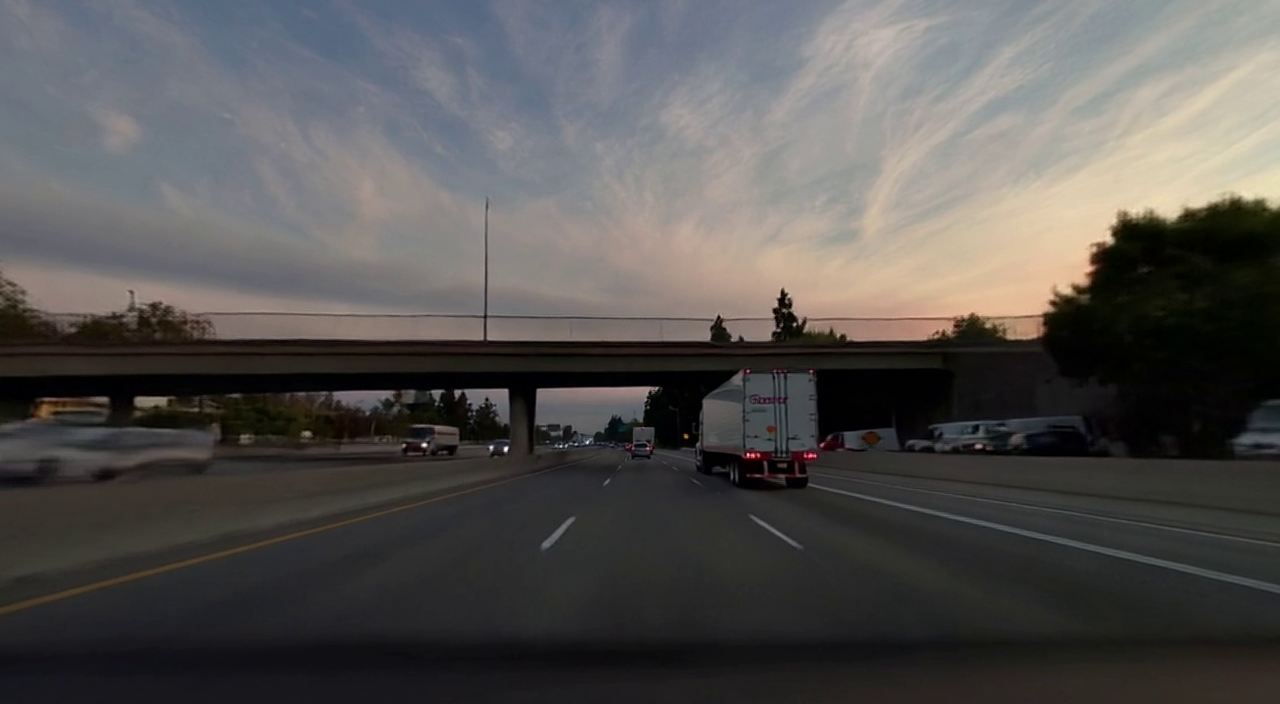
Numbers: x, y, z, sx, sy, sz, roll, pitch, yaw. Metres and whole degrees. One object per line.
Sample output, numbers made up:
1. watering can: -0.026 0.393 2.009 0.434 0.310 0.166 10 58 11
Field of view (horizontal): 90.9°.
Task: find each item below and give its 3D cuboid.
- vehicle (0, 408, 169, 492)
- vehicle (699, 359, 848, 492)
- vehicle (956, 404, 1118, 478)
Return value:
1. vehicle: -12.156 1.981 12.813 1.831 1.463 4.205 0 -9 1
2. vehicle: 4.677 3.267 26.197 2.881 3.995 14.382 0 -9 -1
3. vehicle: 21.977 5.108 35.936 2.784 3.571 9.857 0 -9 0
